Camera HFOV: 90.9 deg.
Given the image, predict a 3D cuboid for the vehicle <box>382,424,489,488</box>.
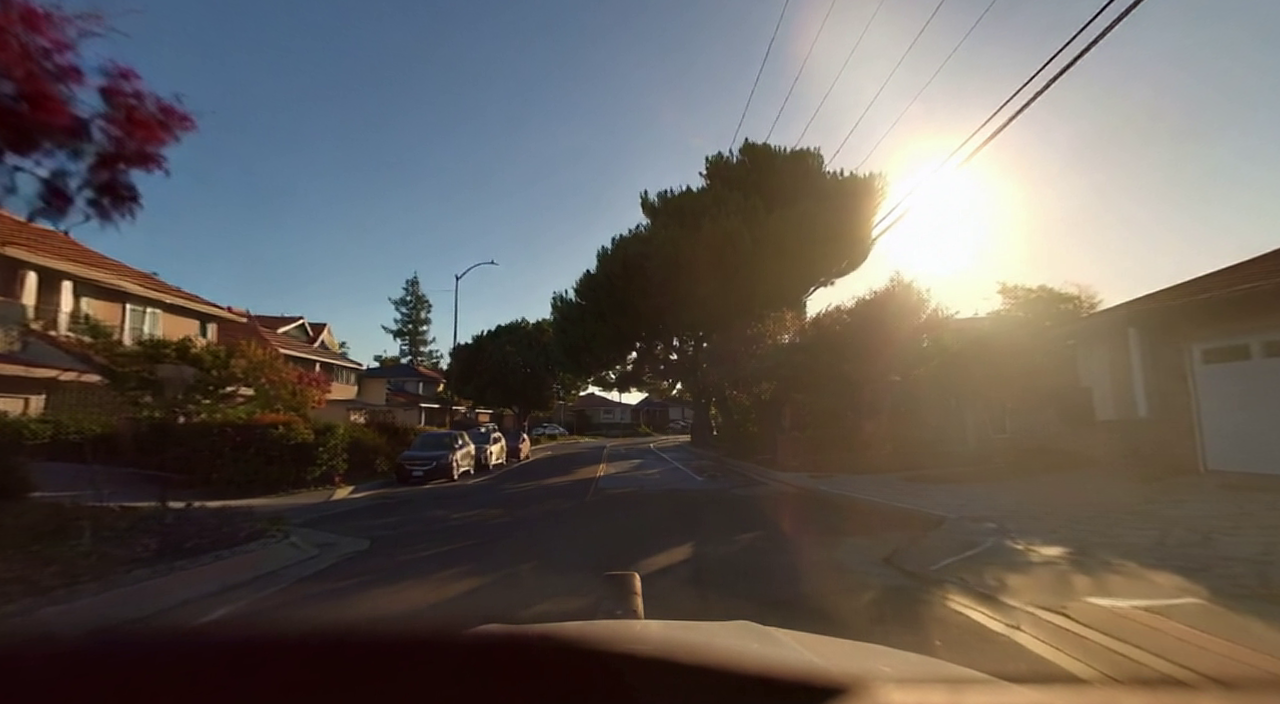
[{"bbox_3d":[-6.247,3.203,19.804,2.147,1.780,4.165,0,-8,-3],"label":"vehicle"}]
